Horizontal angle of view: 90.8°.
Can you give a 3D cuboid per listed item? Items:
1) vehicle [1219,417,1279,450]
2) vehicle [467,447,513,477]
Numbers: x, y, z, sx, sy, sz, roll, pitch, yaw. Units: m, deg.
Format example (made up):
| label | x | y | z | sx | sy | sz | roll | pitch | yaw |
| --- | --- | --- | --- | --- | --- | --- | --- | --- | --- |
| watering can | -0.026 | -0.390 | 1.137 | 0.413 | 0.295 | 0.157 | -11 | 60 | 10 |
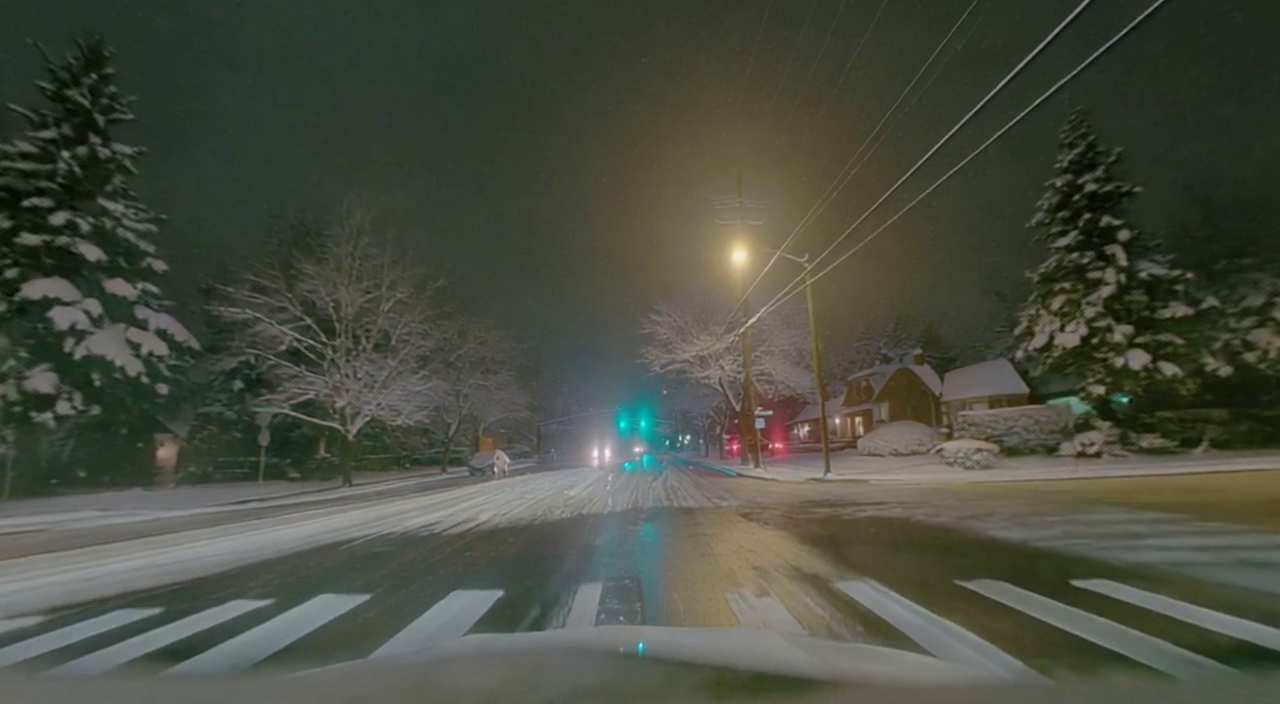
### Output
| label | x | y | z | sx | sy | sz | roll | pitch | yaw |
| --- | --- | --- | --- | --- | --- | --- | --- | --- | --- |
| vehicle | 34.305 | 4.389 | 33.910 | 2.031 | 1.661 | 4.509 | 0 | -8 | -3 |
| vehicle | -10.823 | 7.920 | 45.840 | 2.024 | 1.795 | 5.054 | -6 | -8 | -1 |
